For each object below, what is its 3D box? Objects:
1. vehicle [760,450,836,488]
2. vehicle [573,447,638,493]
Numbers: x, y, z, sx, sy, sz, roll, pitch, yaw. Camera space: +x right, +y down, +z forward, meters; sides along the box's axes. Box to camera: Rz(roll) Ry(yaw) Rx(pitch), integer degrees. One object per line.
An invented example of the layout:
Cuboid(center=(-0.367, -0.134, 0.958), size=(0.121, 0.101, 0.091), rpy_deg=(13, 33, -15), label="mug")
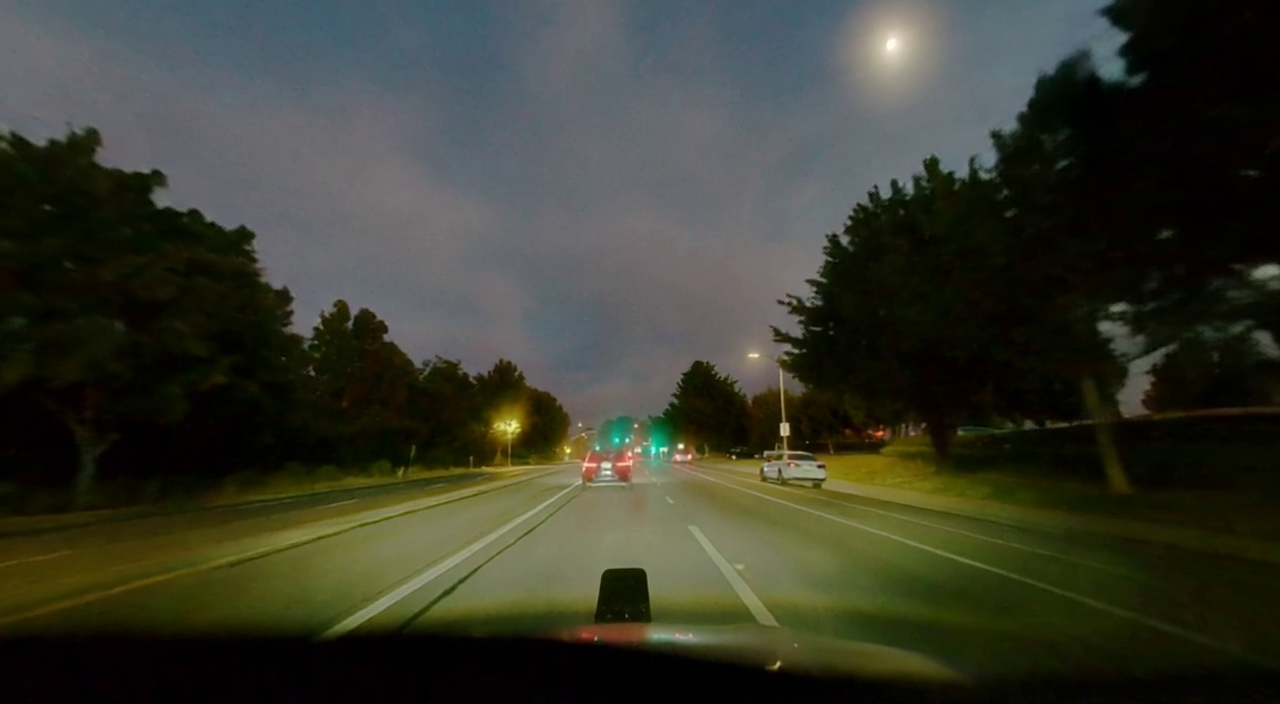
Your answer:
Cuboid(center=(6.785, 5.064, 27.658), size=(2.164, 1.511, 4.571), rpy_deg=(0, -9, 0), label="vehicle")
Cuboid(center=(-1.139, 4.159, 22.647), size=(2.099, 1.470, 4.302), rpy_deg=(0, -9, -1), label="vehicle")
